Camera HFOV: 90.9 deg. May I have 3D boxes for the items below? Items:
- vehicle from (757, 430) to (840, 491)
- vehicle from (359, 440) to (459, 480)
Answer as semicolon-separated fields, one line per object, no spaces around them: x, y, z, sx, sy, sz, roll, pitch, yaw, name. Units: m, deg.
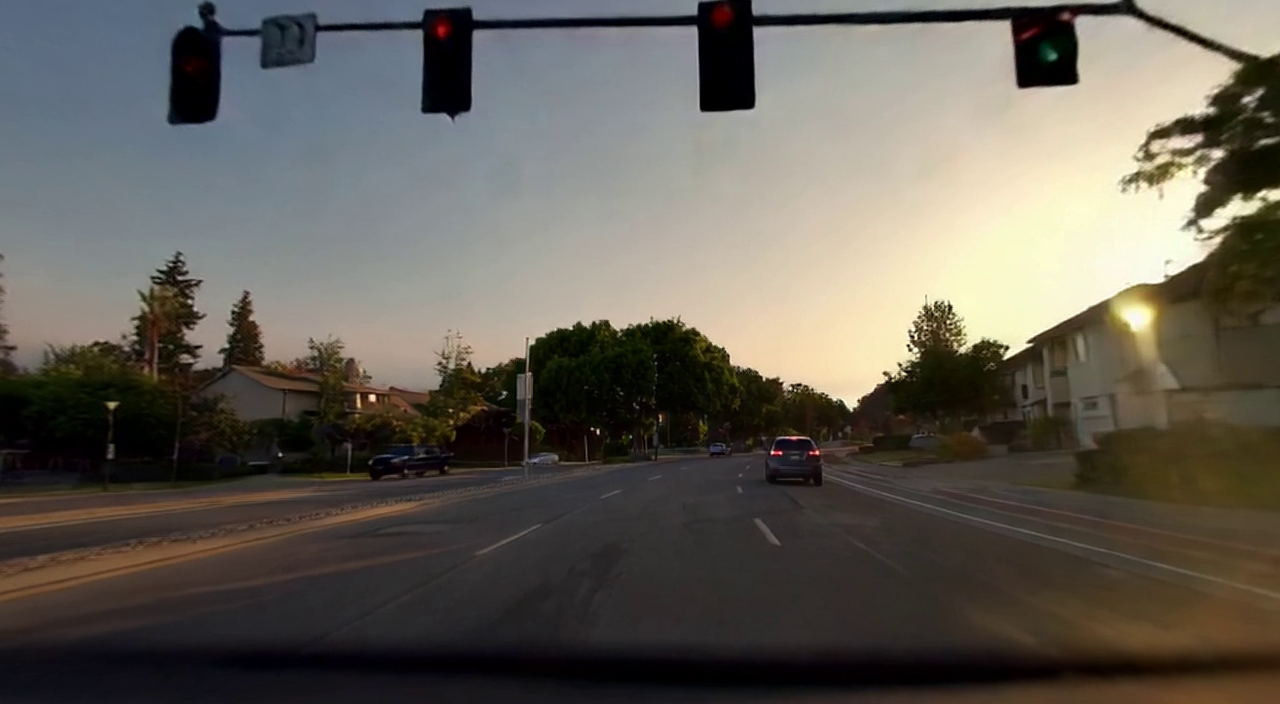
5.286;3.671;21.695;2.141;1.833;4.704;-1;-8;6;vehicle
-12.828;5.997;35.549;2.555;2.009;6.050;-1;-8;9;vehicle
